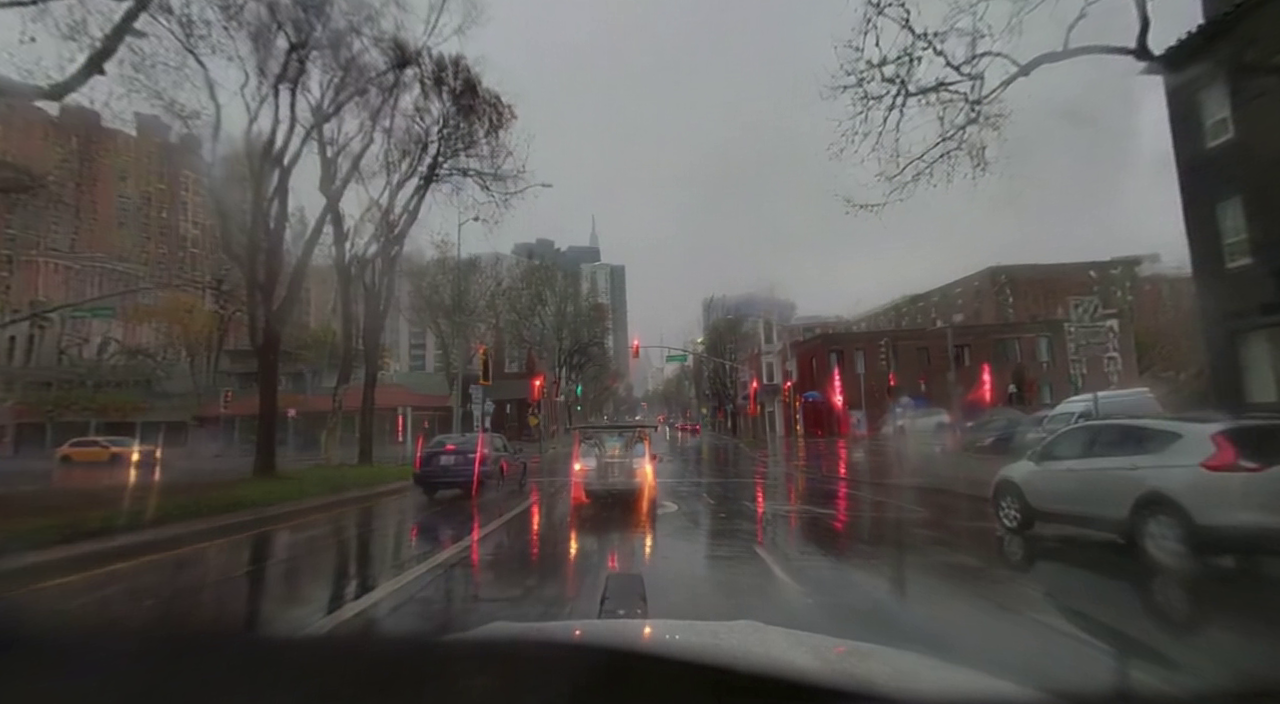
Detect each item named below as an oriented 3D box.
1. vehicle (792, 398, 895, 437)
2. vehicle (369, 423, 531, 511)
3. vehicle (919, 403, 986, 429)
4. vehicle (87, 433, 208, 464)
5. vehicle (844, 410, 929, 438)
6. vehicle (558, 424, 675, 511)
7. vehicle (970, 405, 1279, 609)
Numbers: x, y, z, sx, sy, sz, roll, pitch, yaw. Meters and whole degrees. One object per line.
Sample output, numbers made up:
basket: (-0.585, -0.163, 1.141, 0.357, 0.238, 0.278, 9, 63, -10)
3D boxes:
vehicle: (13.816, 4.490, 42.892, 6.541, 2.480, 2.259, 3, -9, -19)
vehicle: (-3.693, 2.331, 13.249, 1.934, 1.522, 4.464, 0, -8, 1)
vehicle: (21.315, 4.428, 43.003, 5.017, 1.542, 2.055, 6, -11, -38)
vehicle: (-24.417, 4.795, 31.414, 4.453, 1.471, 1.921, -1, -8, 4)
vehicle: (15.220, 4.472, 39.030, 4.775, 1.604, 1.915, 3, -9, -20)
vehicle: (-0.428, 2.340, 13.195, 2.082, 1.520, 3.896, 0, -8, 0)
vehicle: (6.229, 1.634, 7.617, 1.904, 1.705, 4.510, 0, -8, -2)
